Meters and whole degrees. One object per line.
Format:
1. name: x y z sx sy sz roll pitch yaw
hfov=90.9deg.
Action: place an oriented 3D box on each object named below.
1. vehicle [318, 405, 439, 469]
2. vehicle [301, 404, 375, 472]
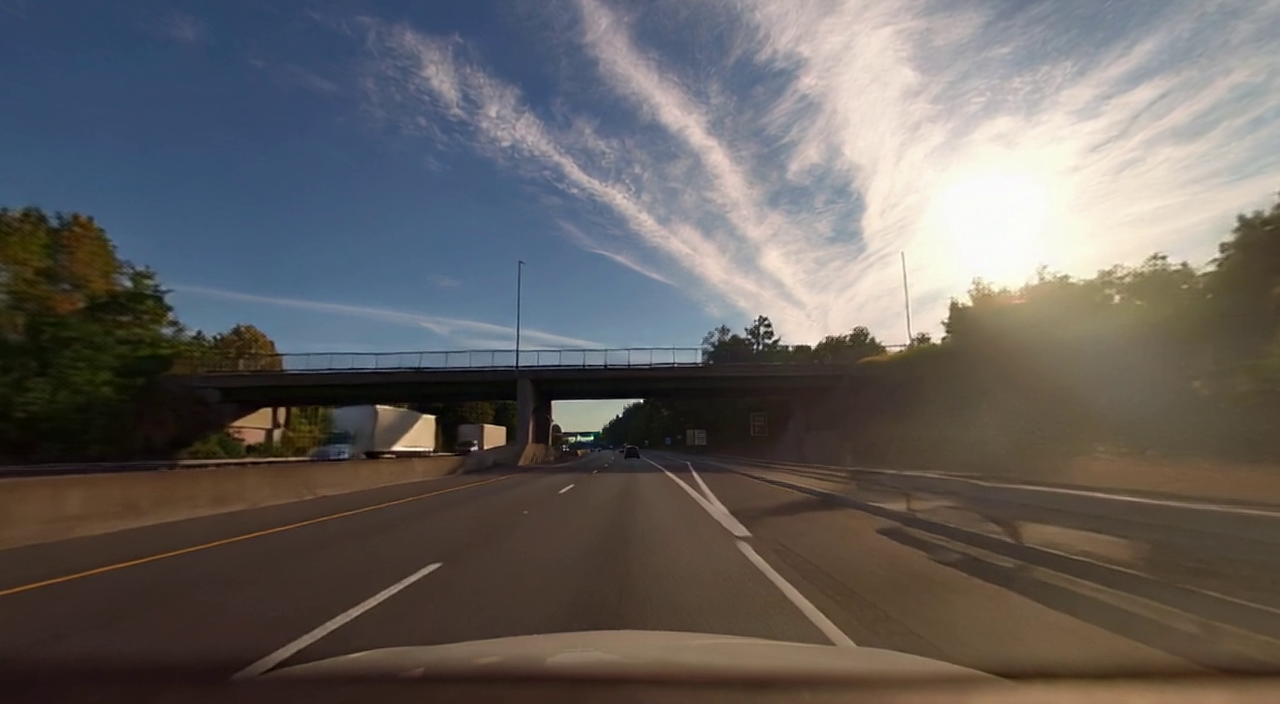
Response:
1. vehicle: -18.475 6.341 46.220 2.906 3.972 14.227 0 -9 -1
2. vehicle: -18.319 5.244 38.447 2.956 3.987 2.717 0 -9 0
